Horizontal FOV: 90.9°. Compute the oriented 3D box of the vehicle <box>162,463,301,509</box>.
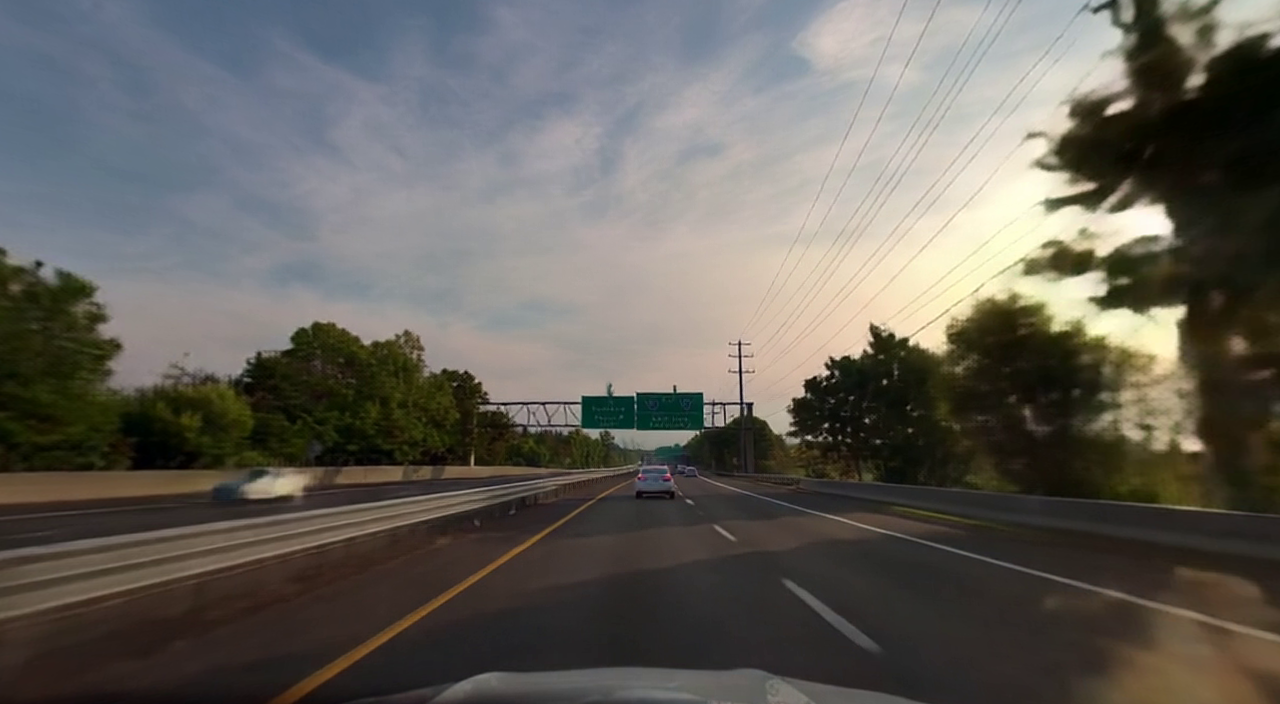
[{"bbox_3d":[-14.980,4.931,23.506,1.980,1.476,4.619,1,-10,1],"label":"vehicle"}]

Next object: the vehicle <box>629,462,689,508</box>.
[{"bbox_3d":[0.643,4.793,23.030,1.987,1.480,3.786,1,-10,0],"label":"vehicle"}]
